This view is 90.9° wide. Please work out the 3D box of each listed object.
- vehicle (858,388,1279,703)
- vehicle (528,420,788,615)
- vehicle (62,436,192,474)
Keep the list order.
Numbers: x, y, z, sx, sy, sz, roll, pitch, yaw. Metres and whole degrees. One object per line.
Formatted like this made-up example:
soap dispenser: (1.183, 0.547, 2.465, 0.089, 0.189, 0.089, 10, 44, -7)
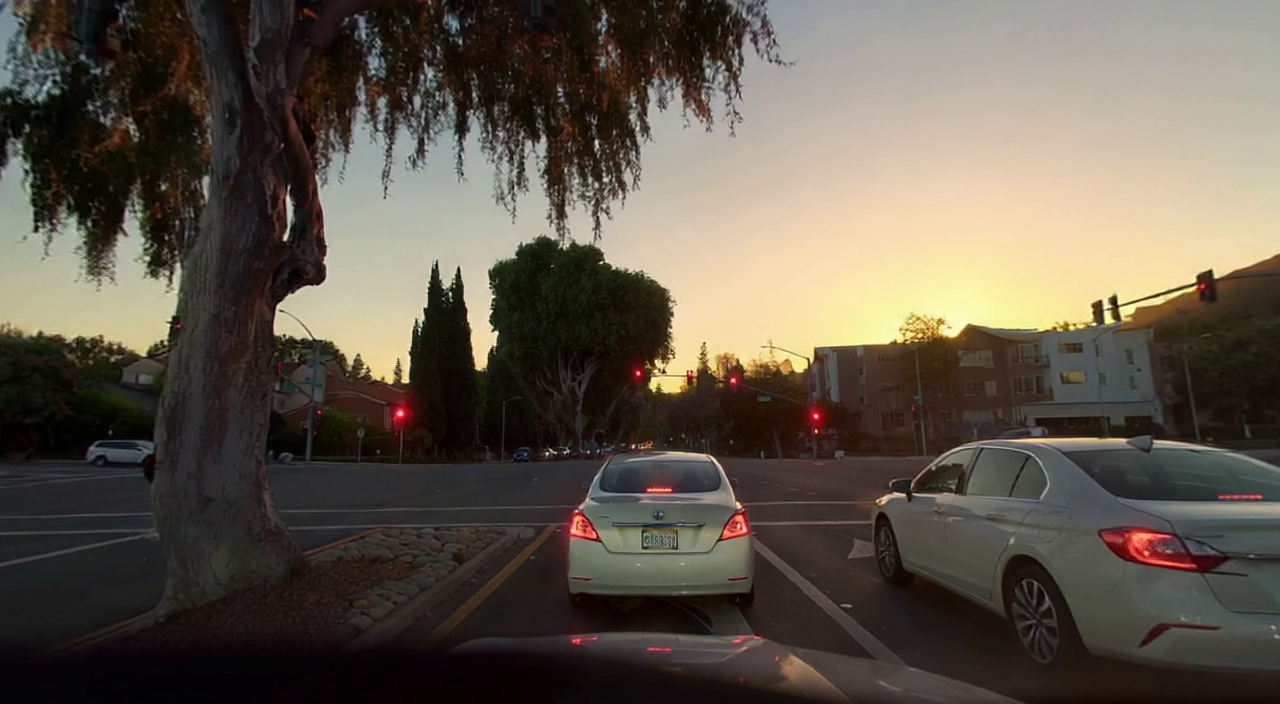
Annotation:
vehicle: (3.175, 1.122, 3.893, 1.931, 1.493, 4.555, 0, -8, -1)
vehicle: (0.100, 1.565, 6.872, 2.017, 1.485, 3.813, 0, -8, -1)
vehicle: (-24.279, 4.871, 29.978, 4.450, 1.684, 1.894, 0, -8, 0)
